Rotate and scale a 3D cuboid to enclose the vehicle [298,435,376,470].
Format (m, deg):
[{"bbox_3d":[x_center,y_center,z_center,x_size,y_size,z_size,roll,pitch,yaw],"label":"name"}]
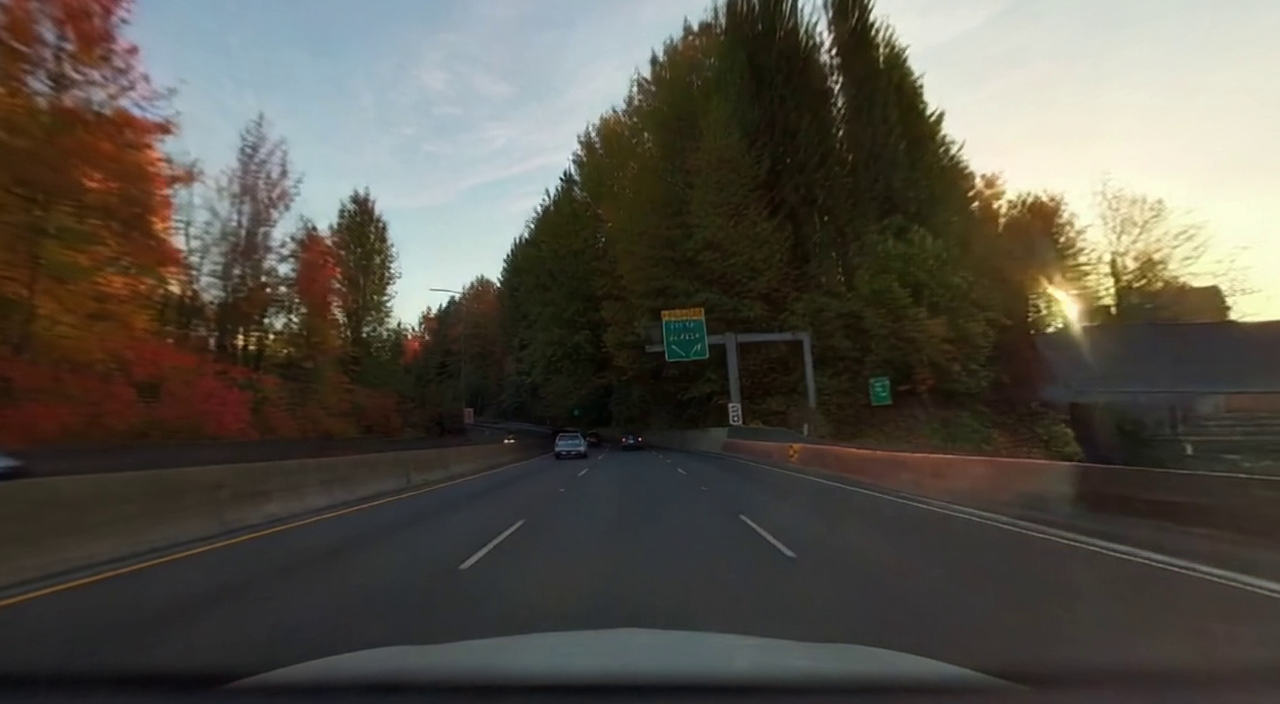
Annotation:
[{"bbox_3d":[-15.471,5.113,32.352,1.923,1.674,4.216,0,-8,0],"label":"vehicle"}]

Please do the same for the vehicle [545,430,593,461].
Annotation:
[{"bbox_3d":[-3.592,4.828,32.655,1.989,1.497,4.645,0,-8,0],"label":"vehicle"}]

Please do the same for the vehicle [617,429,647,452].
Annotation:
[{"bbox_3d":[-0.603,6.398,45.470,2.054,1.609,3.859,0,-8,-1],"label":"vehicle"}]
